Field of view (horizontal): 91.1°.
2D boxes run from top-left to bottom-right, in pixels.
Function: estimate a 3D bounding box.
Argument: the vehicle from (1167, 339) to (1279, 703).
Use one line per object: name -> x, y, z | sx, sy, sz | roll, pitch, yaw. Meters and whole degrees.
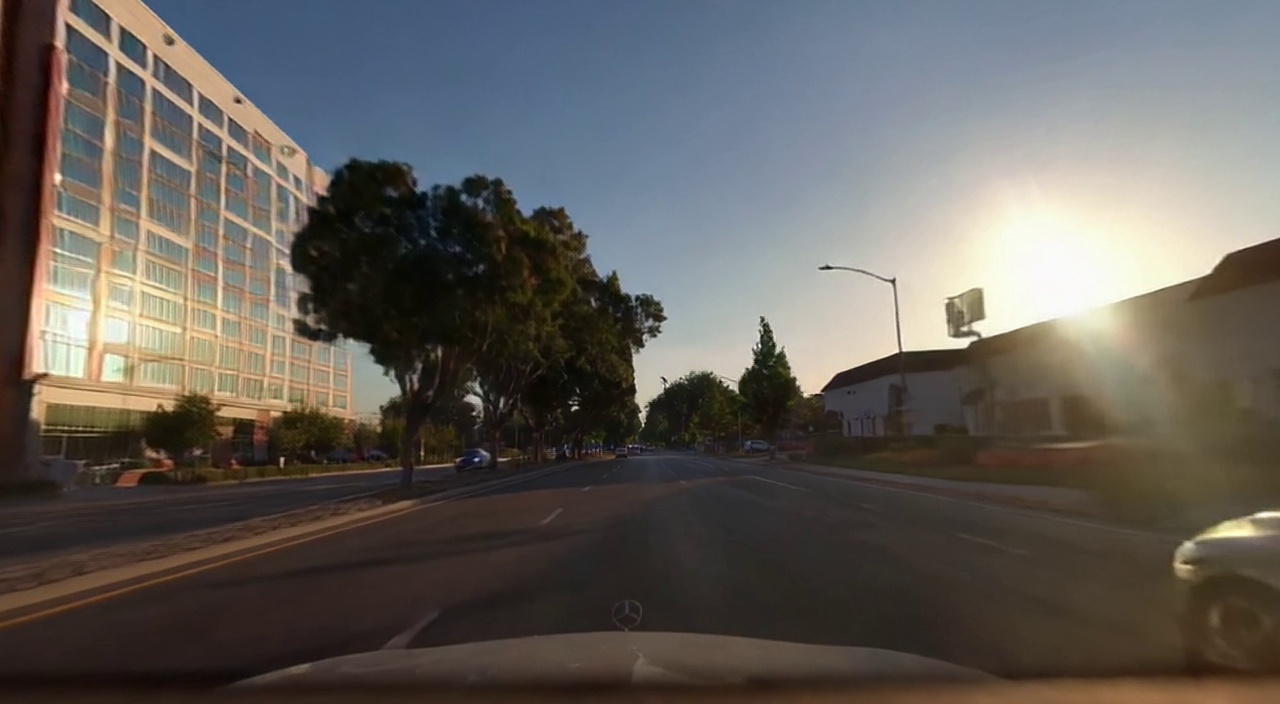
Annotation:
vehicle -> 3.251, 0.535, 0.313 | 2.090, 1.685, 4.436 | 0, -8, 0
